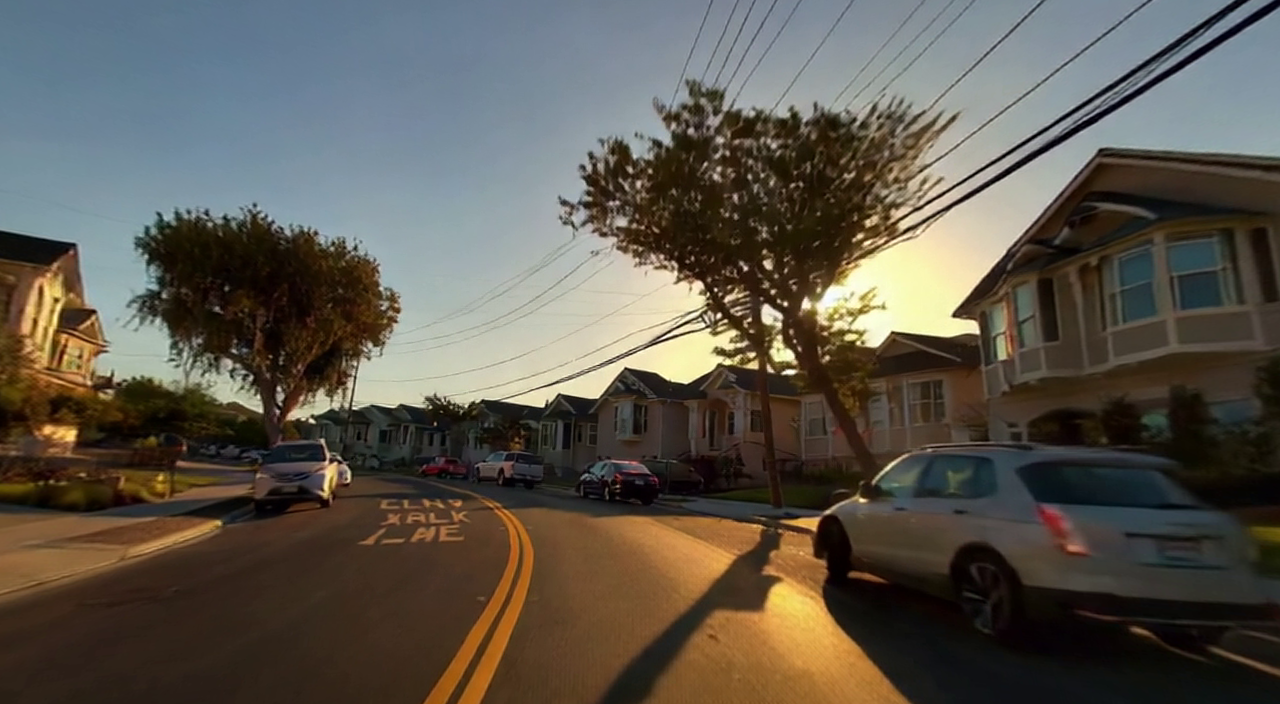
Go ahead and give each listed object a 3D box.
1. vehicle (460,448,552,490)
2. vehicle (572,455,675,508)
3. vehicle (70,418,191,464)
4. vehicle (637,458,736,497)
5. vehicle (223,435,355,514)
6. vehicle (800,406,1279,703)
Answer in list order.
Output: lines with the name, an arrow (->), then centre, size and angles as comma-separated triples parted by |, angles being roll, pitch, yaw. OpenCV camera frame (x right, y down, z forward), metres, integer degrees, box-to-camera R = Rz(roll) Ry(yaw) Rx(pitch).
vehicle -> -7.207, 6.147, 33.474 | 2.449, 1.869, 5.504 | 12, -14, -36
vehicle -> -0.701, 4.358, 21.725 | 1.923, 1.531, 4.568 | 6, -10, -23
vehicle -> -23.696, 4.220, 29.476 | 4.064, 1.569, 1.861 | 15, -21, -40
vehicle -> 2.138, 5.652, 28.787 | 4.163, 1.586, 2.023 | 6, -10, -35
vehicle -> -9.582, 3.398, 17.833 | 2.378, 1.840, 5.389 | 5, -11, -20
vehicle -> 3.327, 1.565, 6.088 | 1.994, 1.682, 4.750 | 4, -9, -5
